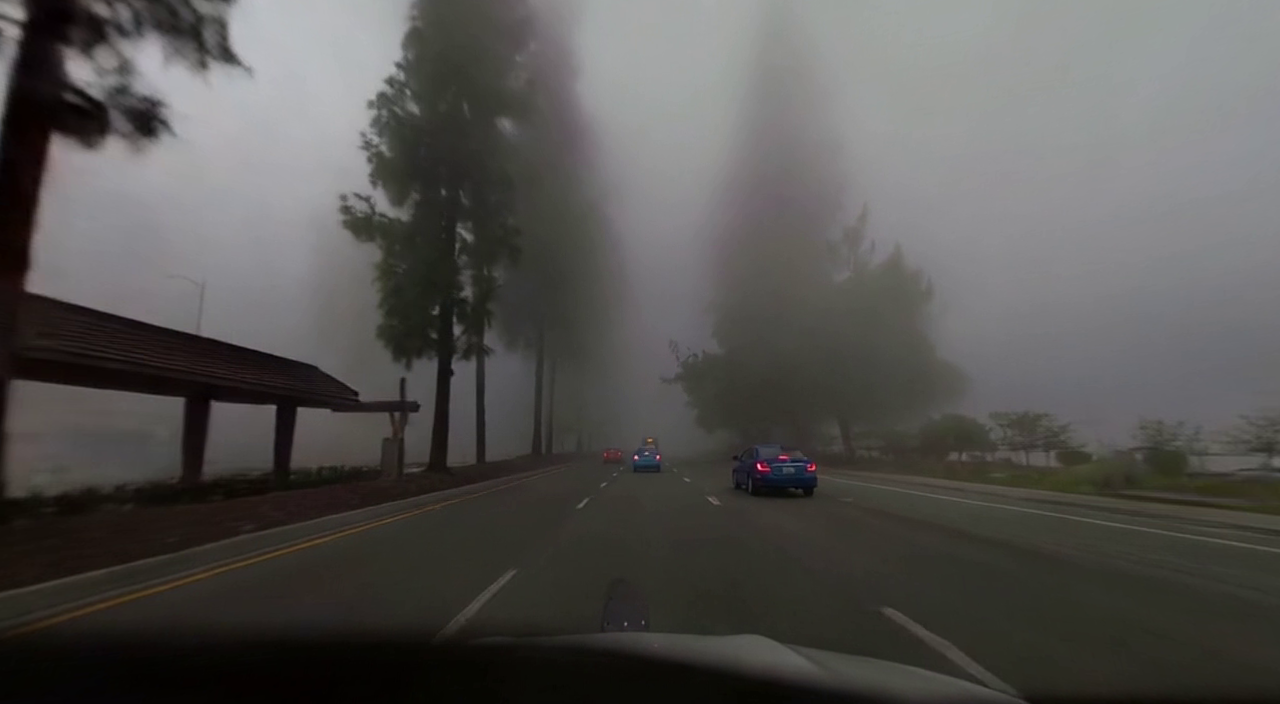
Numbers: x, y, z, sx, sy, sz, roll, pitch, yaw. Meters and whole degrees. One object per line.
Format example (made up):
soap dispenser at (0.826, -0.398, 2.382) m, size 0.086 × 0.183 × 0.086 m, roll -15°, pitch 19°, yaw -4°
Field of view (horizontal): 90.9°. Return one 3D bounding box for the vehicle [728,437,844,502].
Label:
vehicle at (3.739, 3.085, 17.008) m, size 2.067 × 1.497 × 4.327 m, roll 0°, pitch -8°, yaw 0°

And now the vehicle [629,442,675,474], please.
vehicle at (0.560, 5.313, 31.899) m, size 2.144 × 1.505 × 4.128 m, roll 0°, pitch -8°, yaw 0°
